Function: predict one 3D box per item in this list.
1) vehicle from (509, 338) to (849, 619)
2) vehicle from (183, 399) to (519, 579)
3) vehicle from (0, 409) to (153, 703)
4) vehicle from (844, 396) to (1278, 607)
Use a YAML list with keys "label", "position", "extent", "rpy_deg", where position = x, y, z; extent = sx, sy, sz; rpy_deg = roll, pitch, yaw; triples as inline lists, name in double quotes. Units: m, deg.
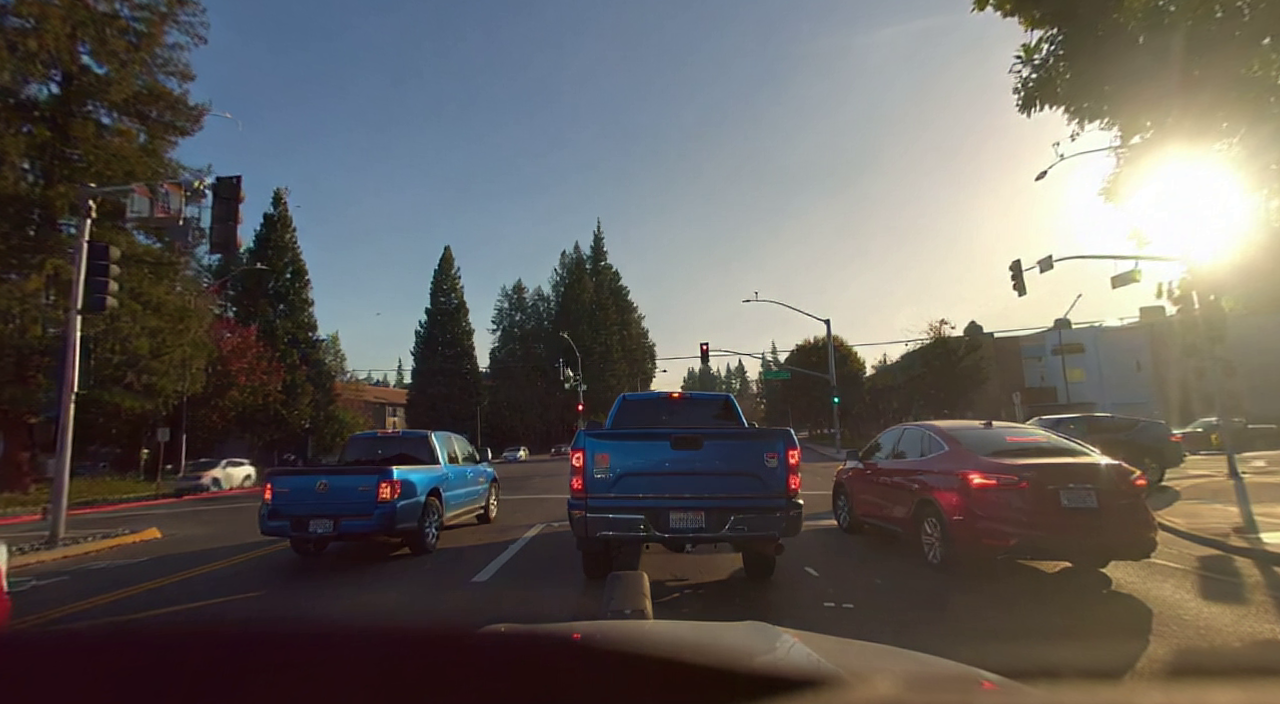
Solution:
- label: "vehicle"
  position: [0.328, 1.273, 7.148]
  extent: [2.505, 2.084, 4.768]
  rpy_deg: [0, -8, 1]
- label: "vehicle"
  position: [-3.300, 1.685, 8.581]
  extent: [2.125, 1.739, 4.707]
  rpy_deg: [0, -8, 3]
- label: "vehicle"
  position: [-3.390, 0.708, 0.657]
  extent: [1.998, 1.481, 4.656]
  rpy_deg: [0, -8, 1]
- label: "vehicle"
  position: [4.043, 1.500, 7.186]
  extent: [1.984, 1.659, 4.226]
  rpy_deg: [0, -8, 0]
